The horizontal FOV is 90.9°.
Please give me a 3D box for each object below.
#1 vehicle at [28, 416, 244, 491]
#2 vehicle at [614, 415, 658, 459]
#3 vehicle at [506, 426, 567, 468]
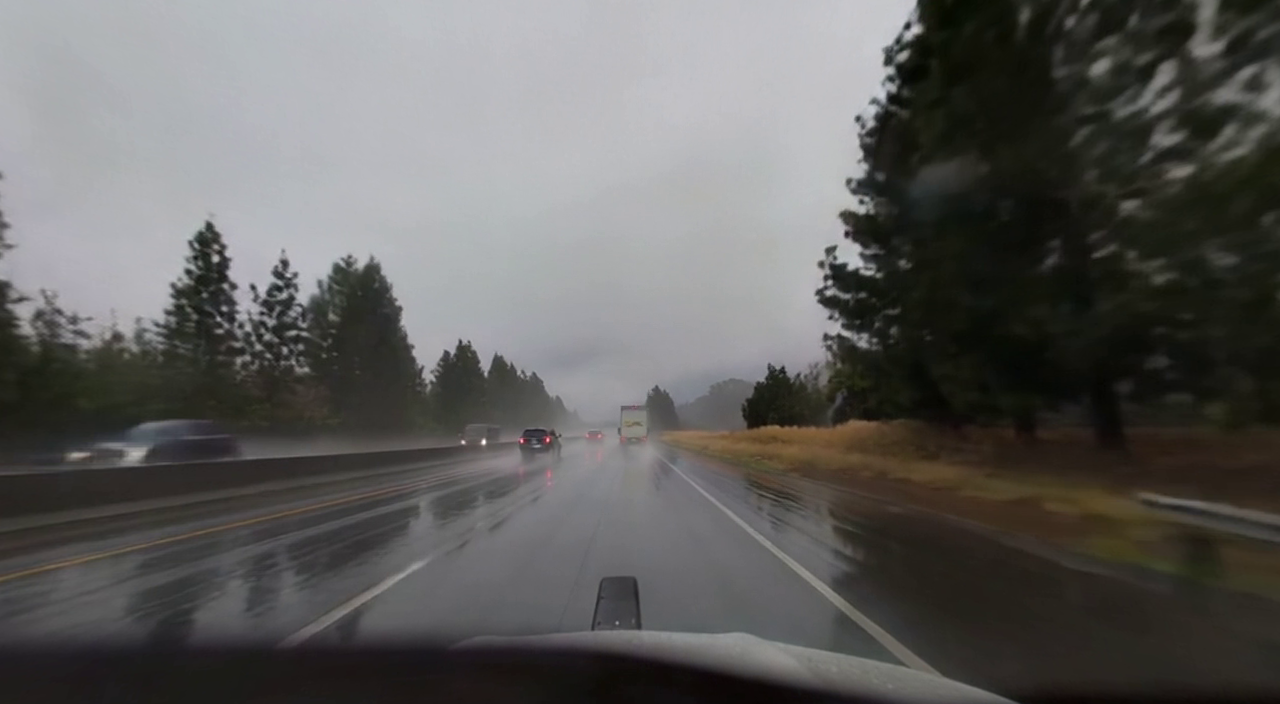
[{"bbox_3d":[-13.219,2.674,17.018,2.137,1.726,4.503,0,-8,-1],"label":"vehicle"},{"bbox_3d":[-0.299,5.239,39.003,2.526,2.531,5.026,0,-8,-1],"label":"vehicle"},{"bbox_3d":[-4.551,4.236,28.403,2.049,1.726,4.291,0,-8,0],"label":"vehicle"}]
